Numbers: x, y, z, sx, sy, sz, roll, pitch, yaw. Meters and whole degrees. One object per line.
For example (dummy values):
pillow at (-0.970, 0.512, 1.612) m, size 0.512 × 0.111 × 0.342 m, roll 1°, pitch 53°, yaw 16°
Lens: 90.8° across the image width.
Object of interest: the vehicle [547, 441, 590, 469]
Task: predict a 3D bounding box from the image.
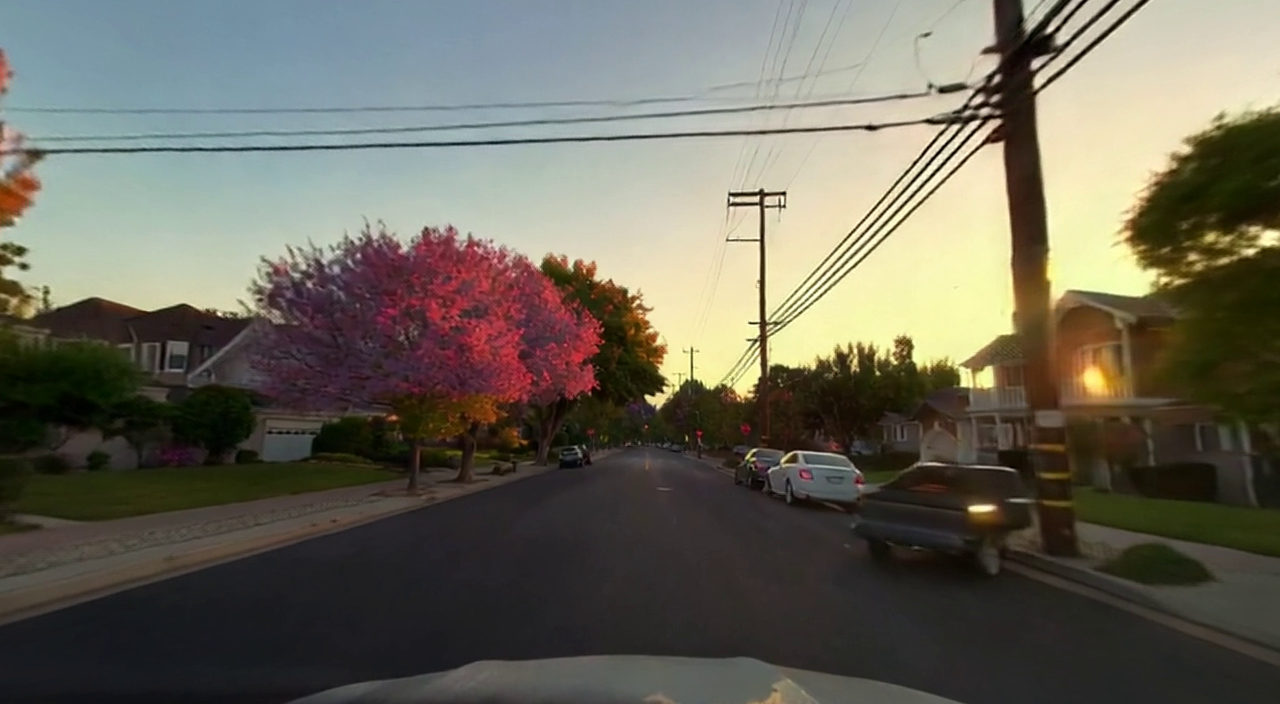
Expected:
vehicle at (-4.274, 6.235, 38.534) m, size 1.938 × 1.508 × 4.481 m, roll 0°, pitch -7°, yaw 2°

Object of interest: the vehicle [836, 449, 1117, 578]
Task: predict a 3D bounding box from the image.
vehicle at (5.233, 2.216, 9.599) m, size 4.526 × 1.449 × 2.075 m, roll 7°, pitch -11°, yaw -39°

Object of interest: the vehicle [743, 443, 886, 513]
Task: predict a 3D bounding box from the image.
vehicle at (4.171, 3.077, 16.066) m, size 2.006 × 1.489 × 4.753 m, roll 1°, pitch -8°, yaw -4°
